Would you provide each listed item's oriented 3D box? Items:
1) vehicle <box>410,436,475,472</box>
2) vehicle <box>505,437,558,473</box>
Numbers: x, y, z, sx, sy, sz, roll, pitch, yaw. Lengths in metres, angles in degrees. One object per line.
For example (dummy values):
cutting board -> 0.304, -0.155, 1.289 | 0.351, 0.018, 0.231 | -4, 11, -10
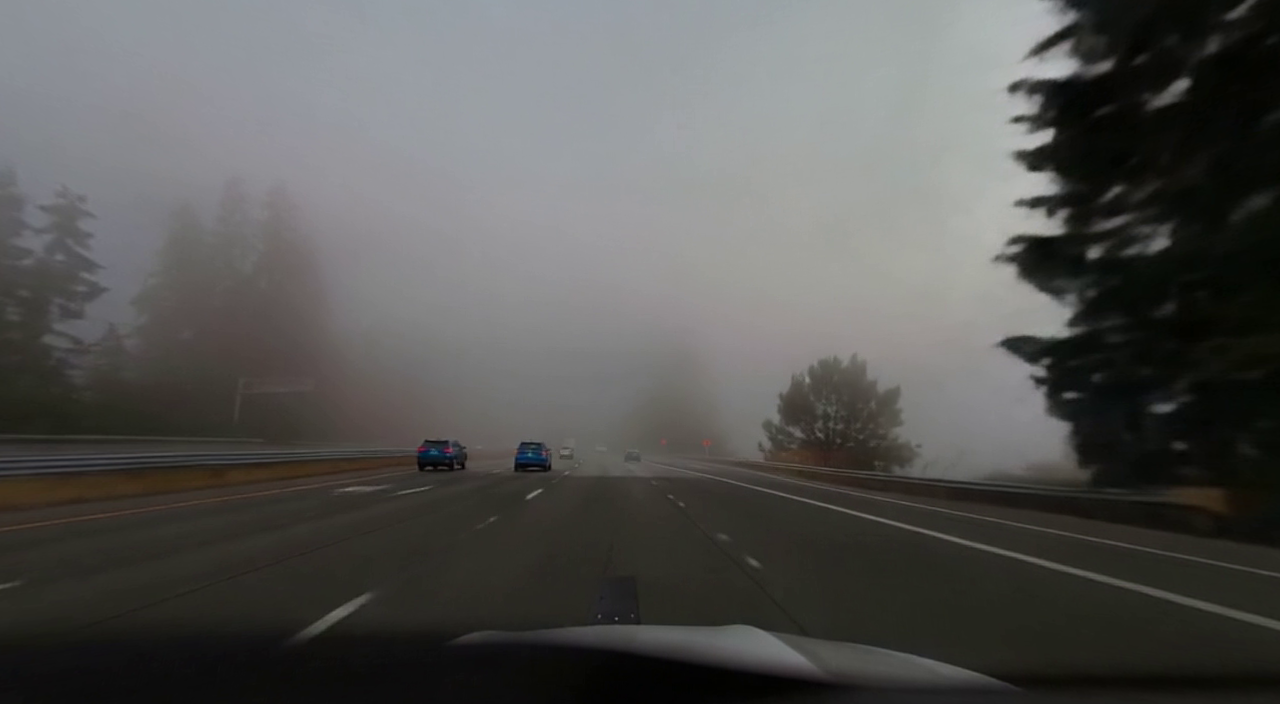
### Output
vehicle -> -9.886, 5.157, 32.014 | 2.016, 1.711, 4.365 | 1, -9, -2
vehicle -> -5.621, 5.412, 33.313 | 2.146, 1.766, 4.502 | 1, -9, -2
